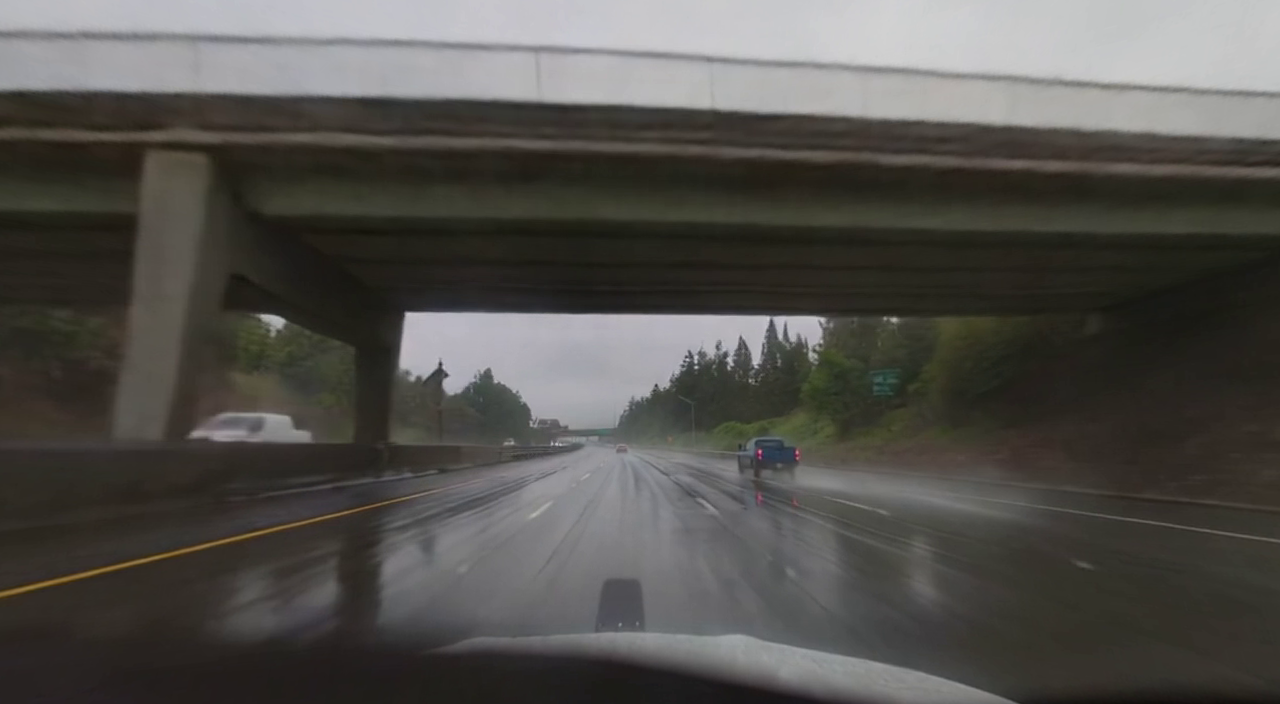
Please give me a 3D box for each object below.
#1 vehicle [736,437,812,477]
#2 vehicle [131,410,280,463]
[{"bbox_3d":[6.578,5.243,31.851,2.395,1.819,6.086,0,-9,-1],"label":"vehicle"},{"bbox_3d":[-15.871,3.189,23.507,1.995,1.738,4.993,0,-9,-1],"label":"vehicle"}]
